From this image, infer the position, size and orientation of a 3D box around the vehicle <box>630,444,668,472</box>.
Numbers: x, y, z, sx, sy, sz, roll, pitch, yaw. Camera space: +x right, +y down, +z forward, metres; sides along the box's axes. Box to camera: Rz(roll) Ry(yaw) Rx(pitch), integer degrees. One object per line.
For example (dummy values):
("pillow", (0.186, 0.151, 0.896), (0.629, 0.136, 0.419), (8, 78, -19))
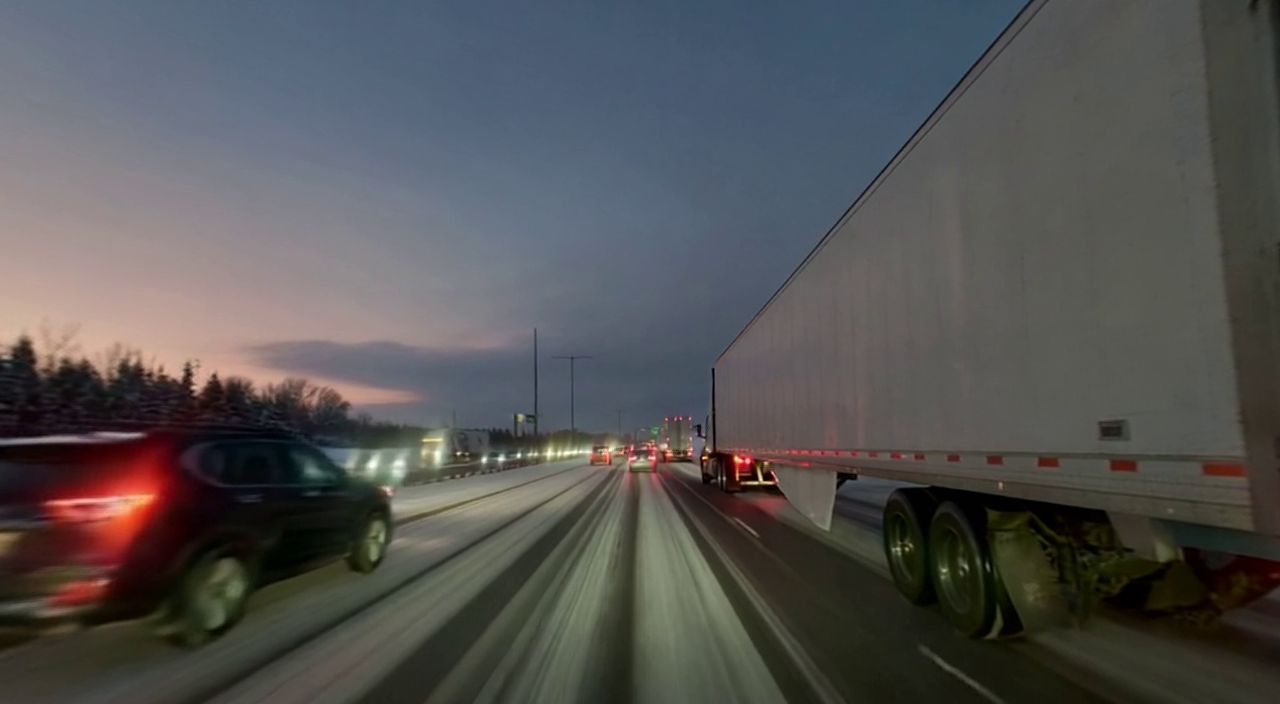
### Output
("vehicle", (0.463, 5.980, 35.832), (2.063, 1.469, 4.208), (0, -9, 0))

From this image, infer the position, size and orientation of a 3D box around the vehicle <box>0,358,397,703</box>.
("vehicle", (-3.787, 1.165, 4.469), (2.091, 1.722, 4.974), (0, -9, 1))

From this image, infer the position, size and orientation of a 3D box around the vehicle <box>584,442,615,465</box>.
("vehicle", (-3.091, 7.908, 49.247), (2.058, 1.711, 4.226), (0, -9, 1))

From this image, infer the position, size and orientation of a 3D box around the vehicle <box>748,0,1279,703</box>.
("vehicle", (3.894, 0.435, 8.175), (2.821, 4.077, 12.562), (0, -9, 0))
